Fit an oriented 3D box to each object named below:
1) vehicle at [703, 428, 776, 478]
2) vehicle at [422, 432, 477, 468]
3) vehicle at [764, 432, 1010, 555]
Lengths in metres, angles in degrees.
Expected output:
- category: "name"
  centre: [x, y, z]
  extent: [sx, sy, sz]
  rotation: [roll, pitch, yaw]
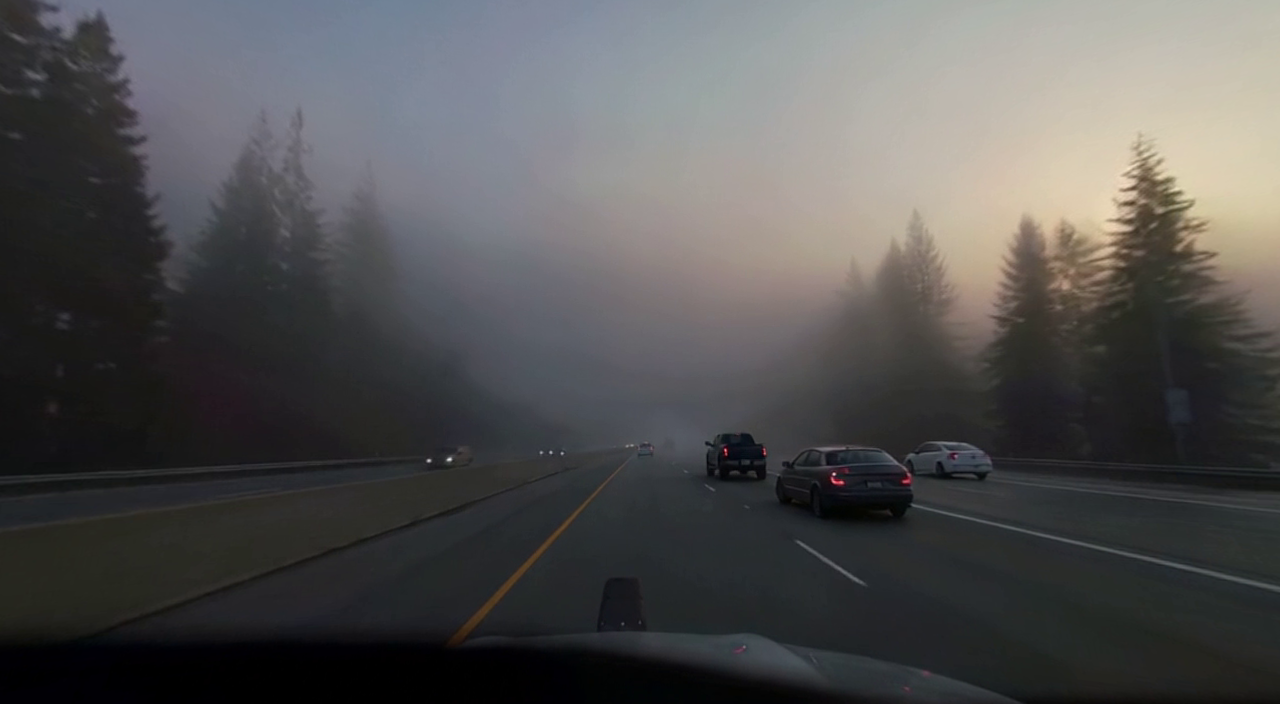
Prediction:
- category: "vehicle"
  centre: [4.134, 4.320, 27.103]
  extent: [2.206, 1.902, 5.460]
  rotation: [0, -8, 0]
- category: "vehicle"
  centre: [-14.538, 7.500, 48.354]
  extent: [2.305, 2.613, 5.756]
  rotation: [0, -8, 1]
- category: "vehicle"
  centre: [3.463, 2.058, 10.019]
  extent: [1.904, 1.453, 4.789]
  rotation: [0, -8, -1]
